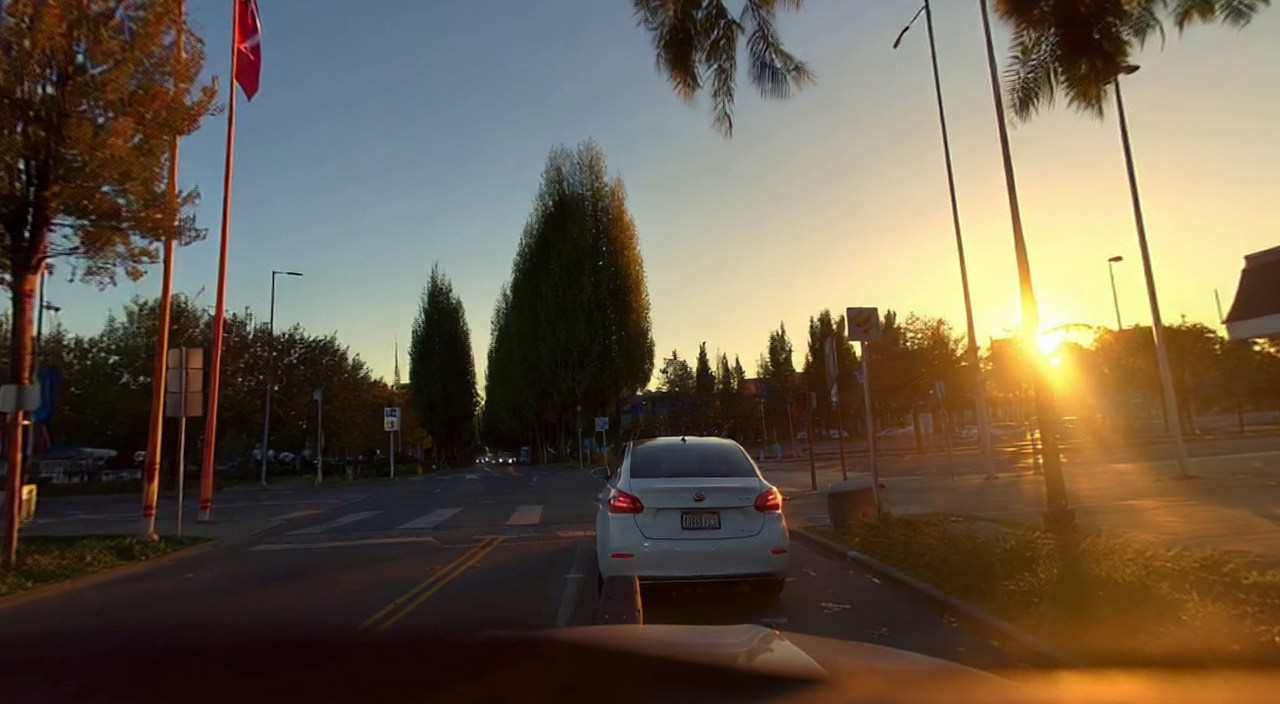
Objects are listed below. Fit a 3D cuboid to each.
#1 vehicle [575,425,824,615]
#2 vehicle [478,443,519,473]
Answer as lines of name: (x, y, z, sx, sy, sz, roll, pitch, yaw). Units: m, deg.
vehicle: (0.383, 1.617, 6.896, 1.985, 1.463, 3.647, 0, -9, -3)
vehicle: (-9.996, 7.500, 44.802, 2.212, 1.948, 4.537, 0, -9, -6)
